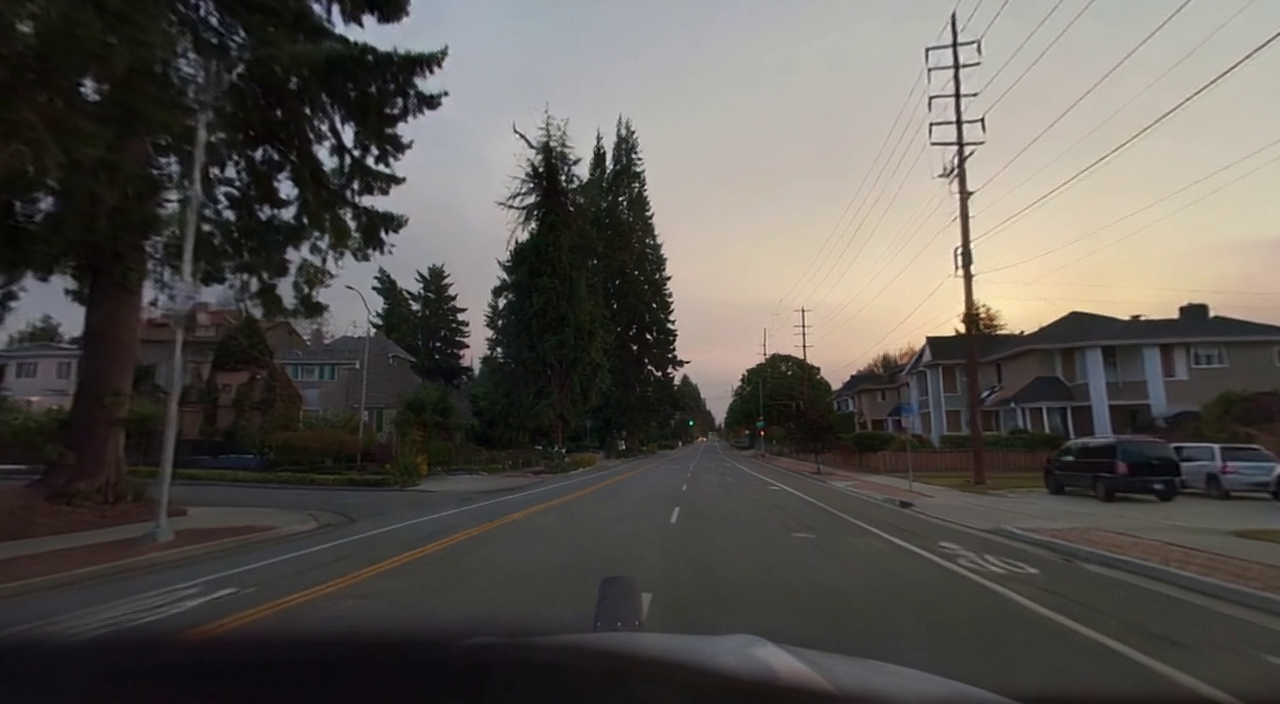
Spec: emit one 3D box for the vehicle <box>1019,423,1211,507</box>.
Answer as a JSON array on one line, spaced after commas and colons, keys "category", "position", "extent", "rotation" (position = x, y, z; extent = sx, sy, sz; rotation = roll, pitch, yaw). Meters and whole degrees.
[{"category": "vehicle", "position": [12.713, 3.049, 17.350], "extent": [1.912, 1.953, 4.651], "rotation": [0, -9, 5]}]
